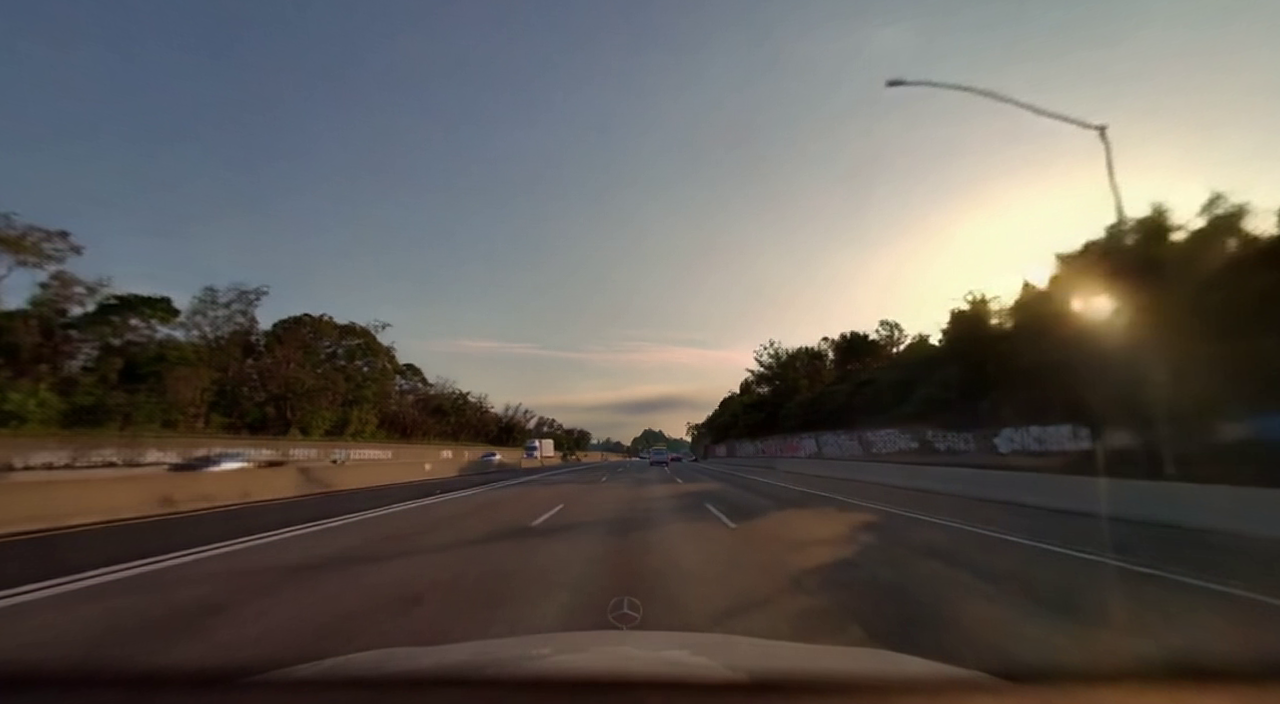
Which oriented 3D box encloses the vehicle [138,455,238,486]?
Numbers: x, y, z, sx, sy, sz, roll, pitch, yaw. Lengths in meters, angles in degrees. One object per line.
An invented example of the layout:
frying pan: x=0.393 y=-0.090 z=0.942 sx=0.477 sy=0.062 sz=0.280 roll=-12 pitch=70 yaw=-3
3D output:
vehicle: x=-23.452 y=6.144 z=32.938 sx=1.807 sy=1.439 sz=4.372 roll=-1 pitch=-9 yaw=3

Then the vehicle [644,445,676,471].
vehicle: x=1.538 y=8.393 z=49.850 sx=2.279 sy=1.934 sz=4.268 roll=0 pitch=-9 yaw=-1
